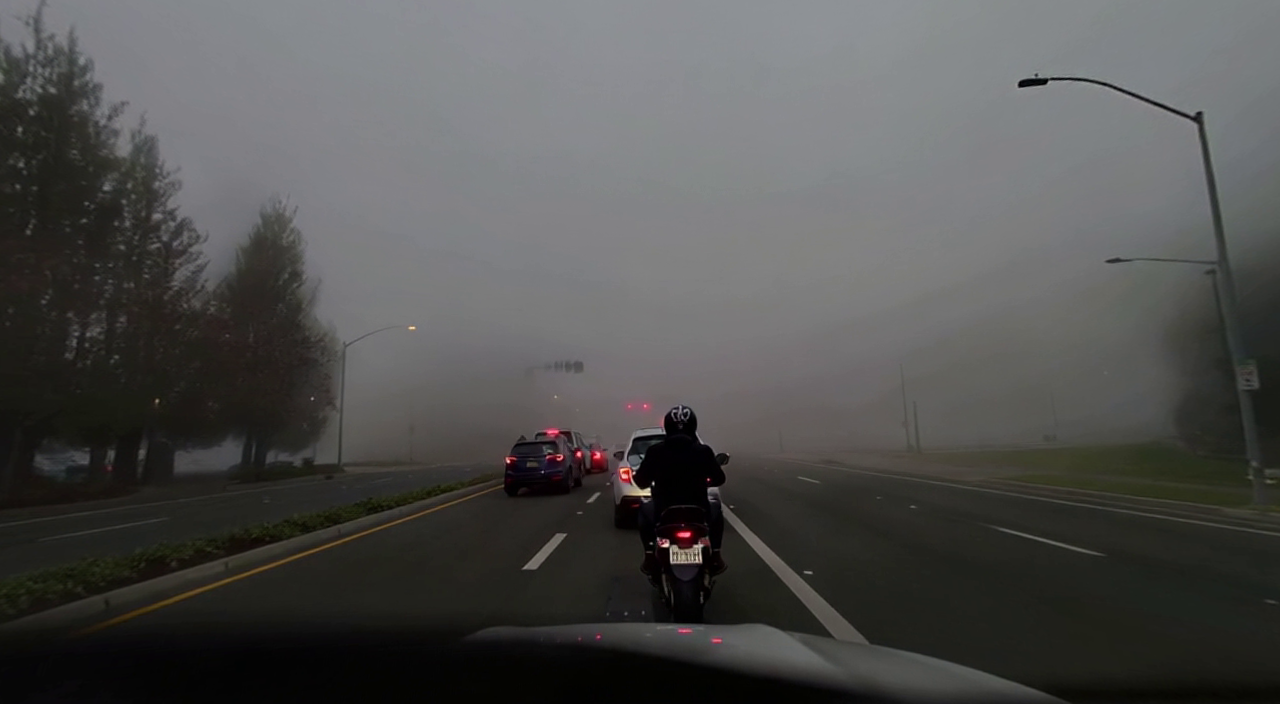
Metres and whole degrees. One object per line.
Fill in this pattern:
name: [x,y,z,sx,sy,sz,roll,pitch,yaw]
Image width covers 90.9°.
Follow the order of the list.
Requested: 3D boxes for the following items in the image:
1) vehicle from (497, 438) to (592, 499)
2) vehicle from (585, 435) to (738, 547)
vehicle: [-2.554,3.216,17.855,1.979,1.499,3.840,-1,-8,2]
vehicle: [0.324,2.169,10.669,2.009,1.450,4.608,-1,-8,1]
